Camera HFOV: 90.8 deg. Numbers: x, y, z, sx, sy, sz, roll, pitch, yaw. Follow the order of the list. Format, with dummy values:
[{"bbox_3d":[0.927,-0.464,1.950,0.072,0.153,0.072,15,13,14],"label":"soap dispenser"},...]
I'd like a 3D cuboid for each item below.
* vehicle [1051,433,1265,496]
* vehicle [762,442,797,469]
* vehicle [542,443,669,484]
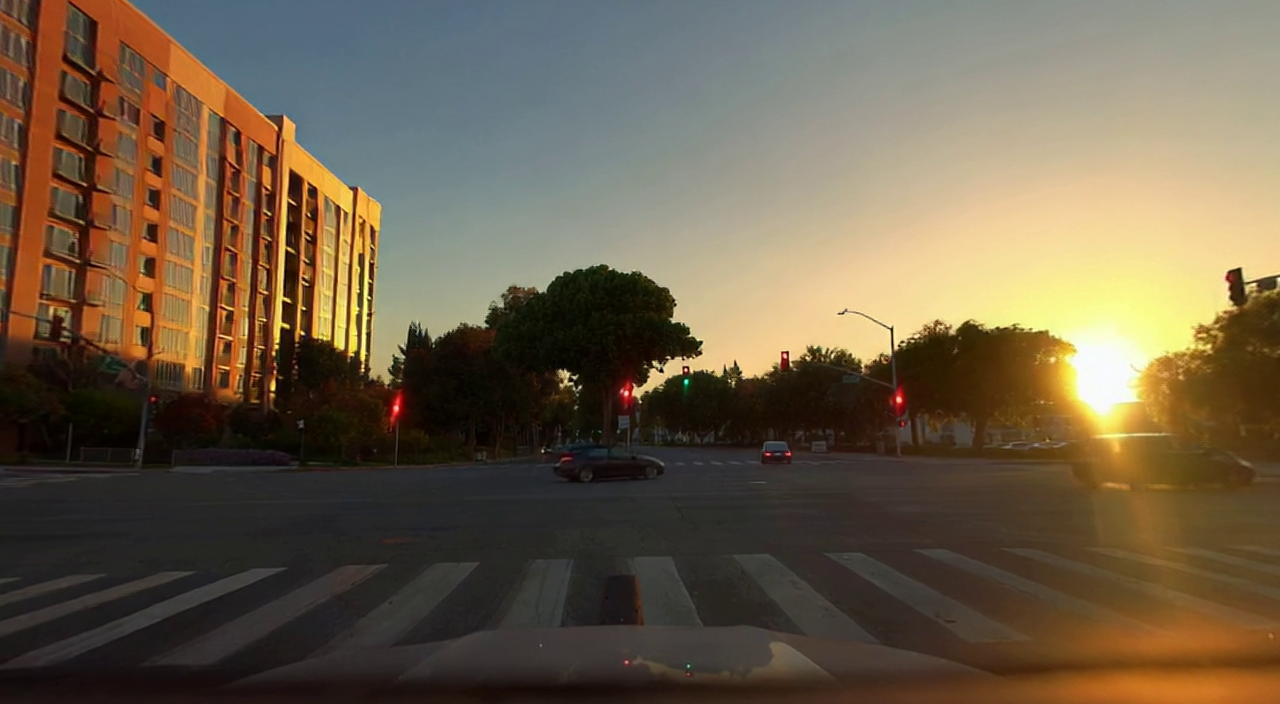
[{"bbox_3d":[15.969,3.460,19.671,4.923,1.800,2.153,1,-8,-6],"label":"vehicle"},{"bbox_3d":[8.958,6.572,40.327,1.955,1.569,4.397,-2,-9,14],"label":"vehicle"},{"bbox_3d":[-1.305,4.261,24.472,4.424,1.454,2.043,5,-10,-30],"label":"vehicle"}]
